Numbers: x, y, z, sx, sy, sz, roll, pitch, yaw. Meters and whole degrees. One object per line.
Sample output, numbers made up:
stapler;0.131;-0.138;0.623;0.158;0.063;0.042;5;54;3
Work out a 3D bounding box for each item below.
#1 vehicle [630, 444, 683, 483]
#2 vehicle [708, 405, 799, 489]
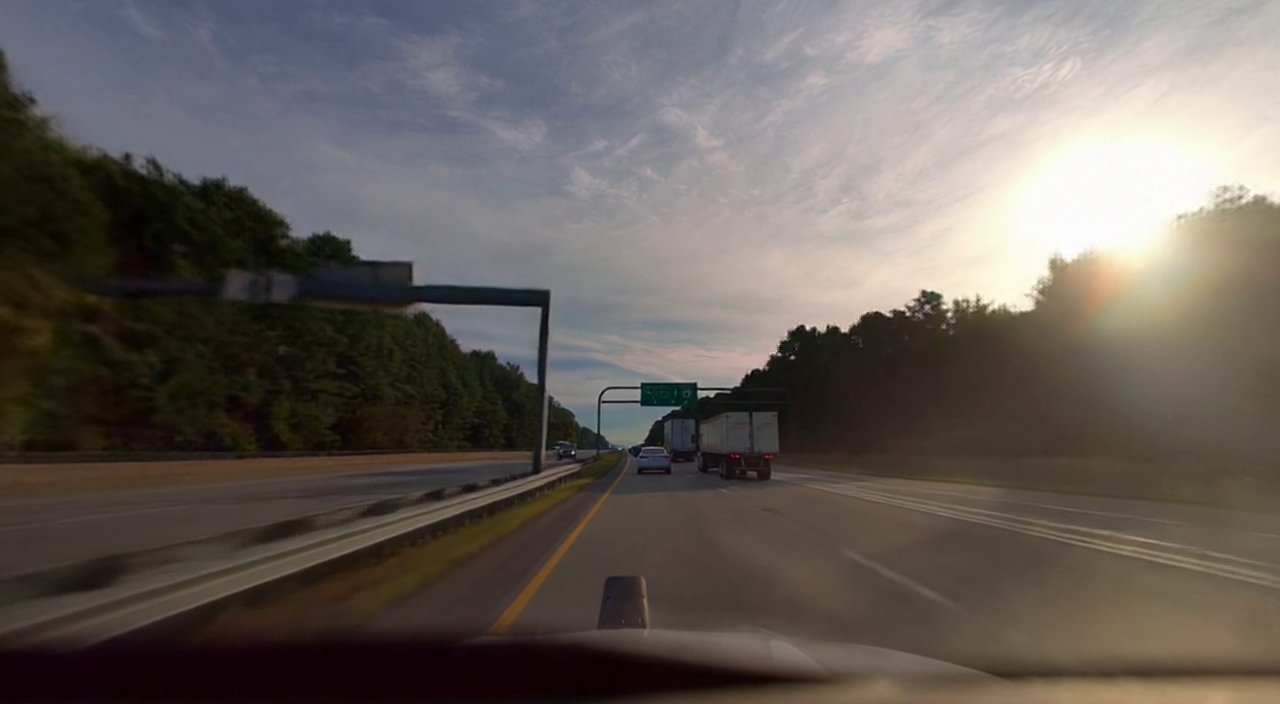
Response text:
vehicle;0.629;4.720;26.985;2.069;1.523;4.012;0;-9;-1
vehicle;4.890;4.303;28.677;2.600;3.282;7.635;0;-9;-1
